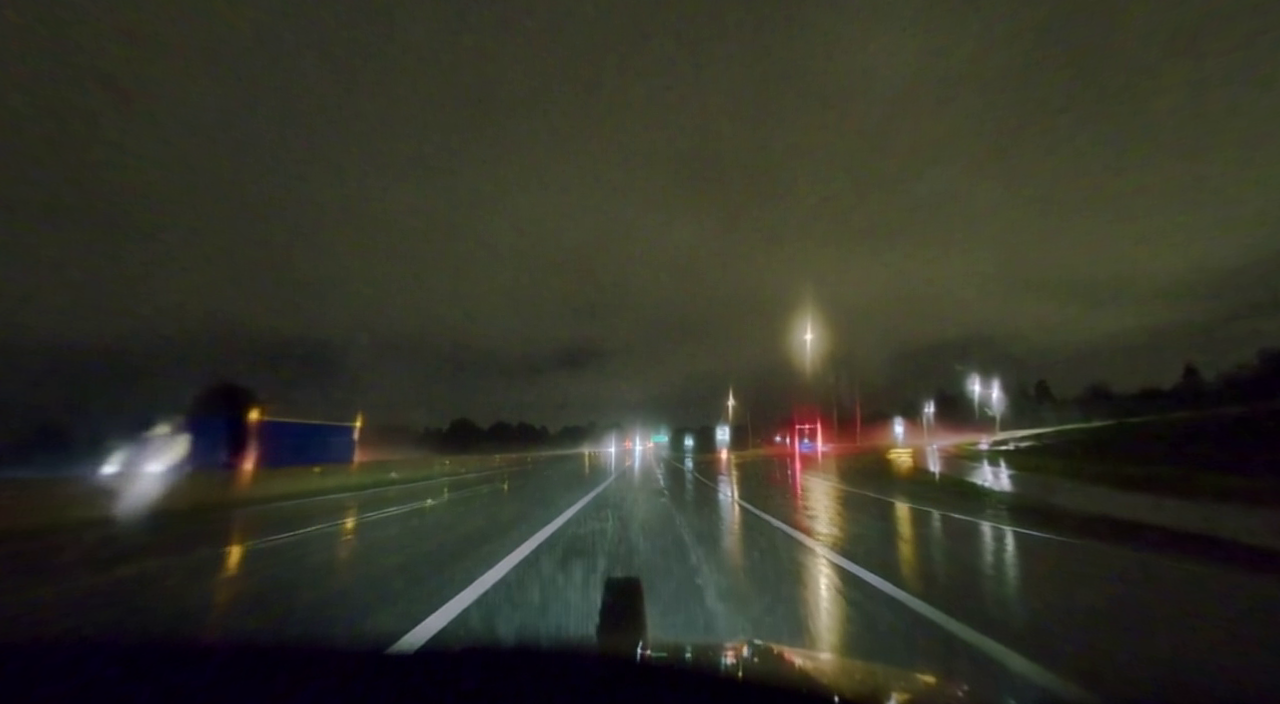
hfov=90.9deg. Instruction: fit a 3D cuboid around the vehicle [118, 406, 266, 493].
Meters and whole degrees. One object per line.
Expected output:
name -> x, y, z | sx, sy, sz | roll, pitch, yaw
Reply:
vehicle -> -22.787, 5.019, 32.577 | 2.994, 4.039, 5.976 | 0, -9, 1
